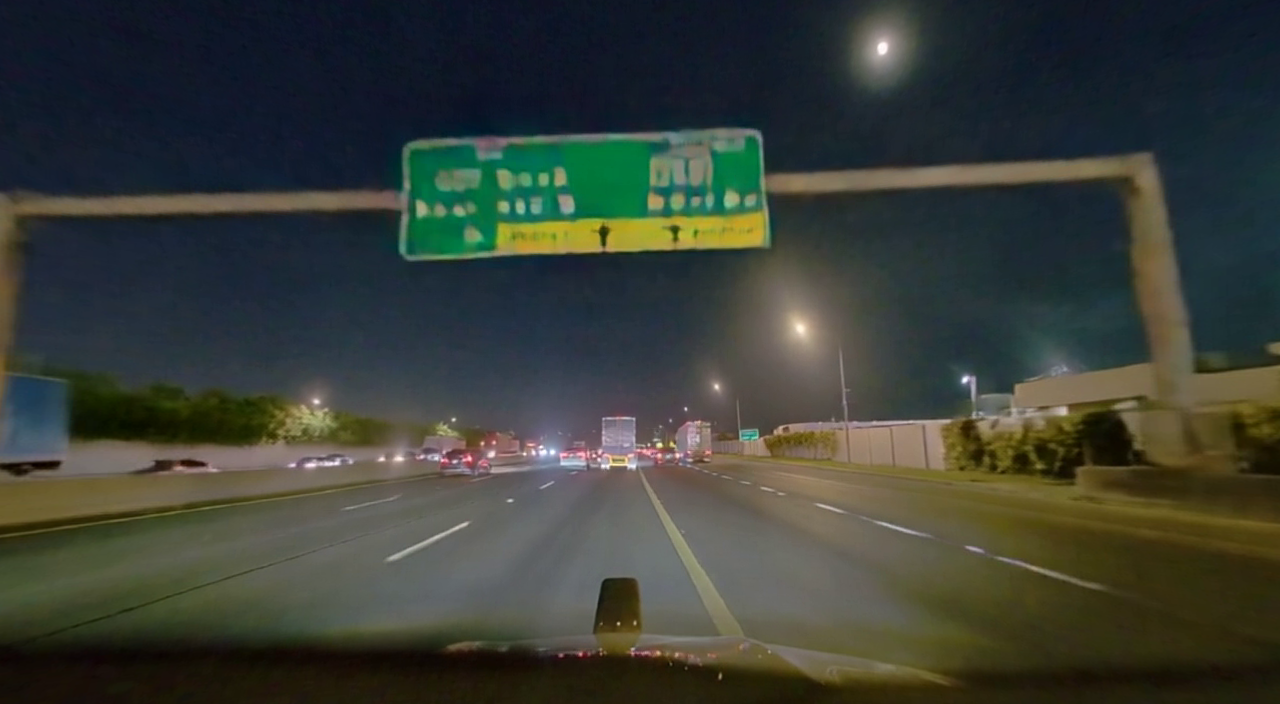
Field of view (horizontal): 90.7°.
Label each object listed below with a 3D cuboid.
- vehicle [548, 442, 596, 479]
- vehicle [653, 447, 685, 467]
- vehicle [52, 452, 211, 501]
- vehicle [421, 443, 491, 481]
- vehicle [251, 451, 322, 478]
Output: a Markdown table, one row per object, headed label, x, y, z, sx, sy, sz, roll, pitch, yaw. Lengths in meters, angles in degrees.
| label | x | y | z | sx | sy | sz | roll | pitch | yaw |
| --- | --- | --- | --- | --- | --- | --- | --- | --- | --- |
| vehicle | -3.279 | 5.307 | 31.186 | 2.132 | 1.679 | 4.045 | 0 | -9 | -3 |
| vehicle | 2.203 | 8.024 | 48.675 | 2.015 | 1.462 | 4.691 | 0 | -9 | -3 |
| vehicle | -17.233 | 4.210 | 21.804 | 1.889 | 1.439 | 4.359 | 0 | -9 | -1 |
| vehicle | -9.022 | 5.392 | 31.428 | 2.129 | 1.717 | 4.593 | 0 | -9 | 0 |
| vehicle | -21.446 | 6.797 | 38.562 | 1.867 | 1.493 | 4.311 | 0 | -9 | -1 |
